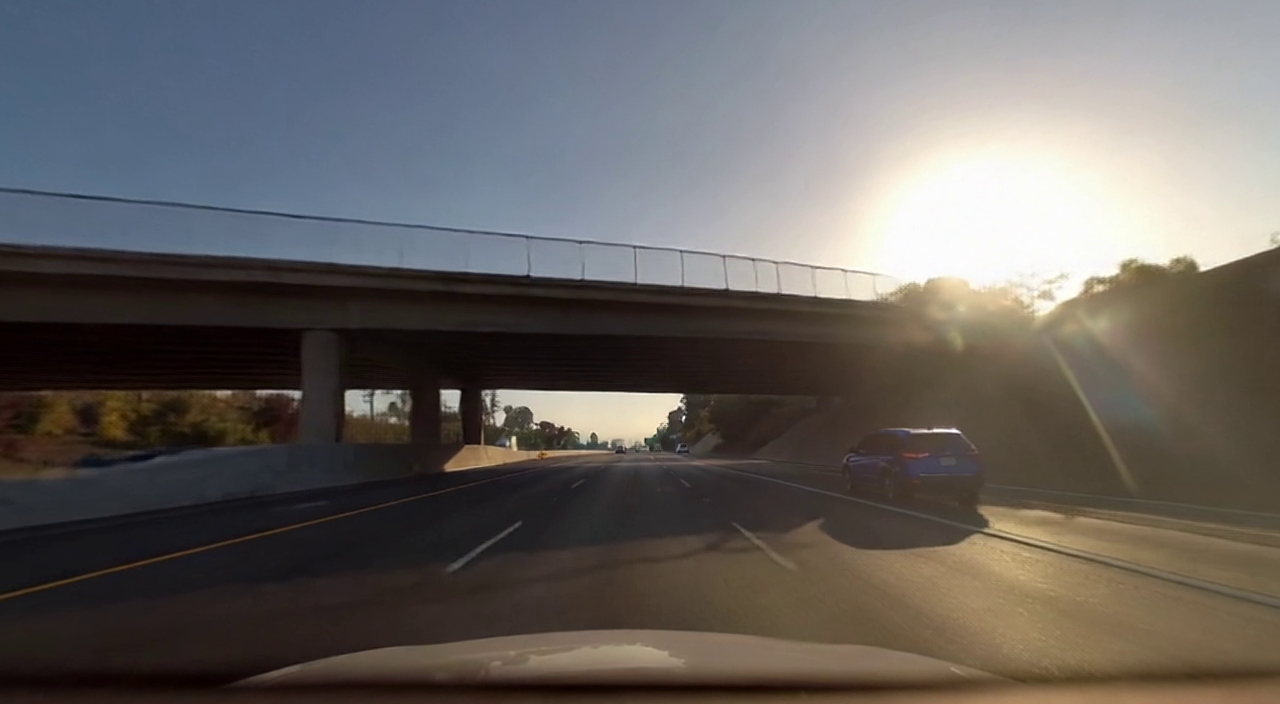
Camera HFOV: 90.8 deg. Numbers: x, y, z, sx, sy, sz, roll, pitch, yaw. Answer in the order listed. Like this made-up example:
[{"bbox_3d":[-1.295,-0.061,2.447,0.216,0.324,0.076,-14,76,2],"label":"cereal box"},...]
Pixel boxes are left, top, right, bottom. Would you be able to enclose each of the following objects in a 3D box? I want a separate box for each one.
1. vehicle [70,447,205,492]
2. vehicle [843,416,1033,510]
[{"bbox_3d":[-21.842,5.092,27.743,2.003,1.762,4.737,0,-8,0],"label":"vehicle"},{"bbox_3d":[6.857,2.610,15.273,2.222,1.899,4.595,0,-9,-1],"label":"vehicle"}]
